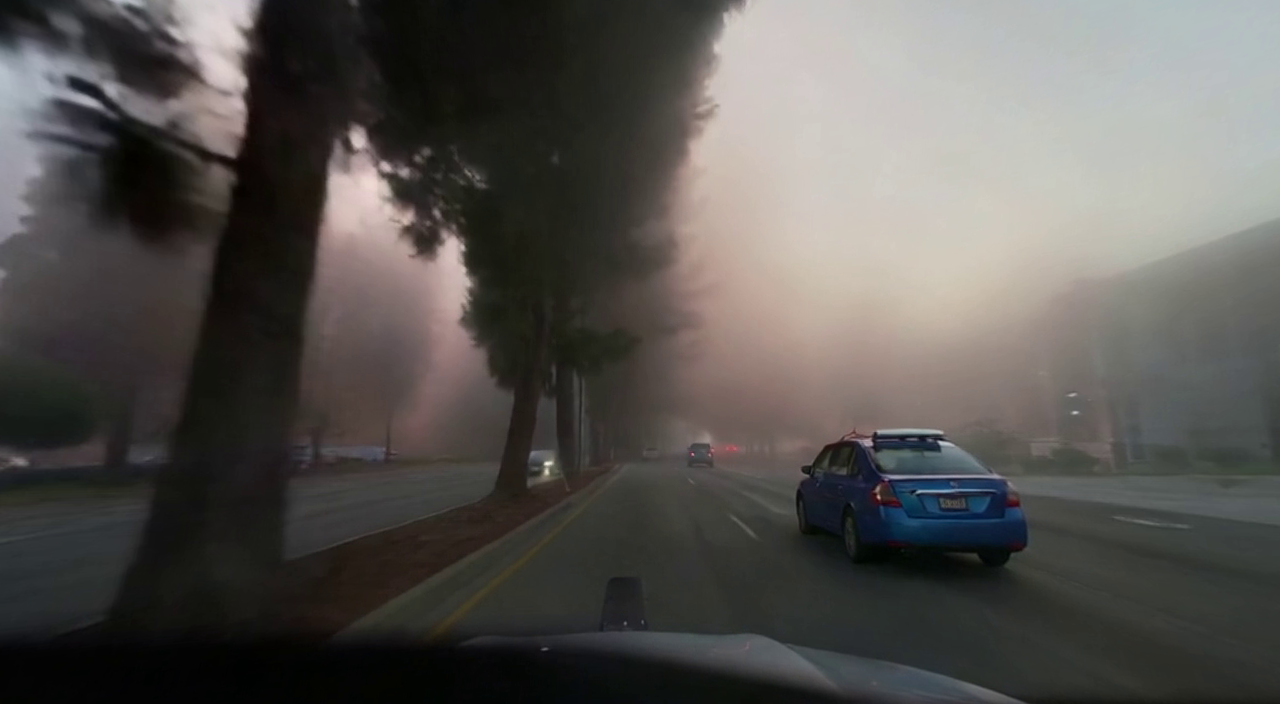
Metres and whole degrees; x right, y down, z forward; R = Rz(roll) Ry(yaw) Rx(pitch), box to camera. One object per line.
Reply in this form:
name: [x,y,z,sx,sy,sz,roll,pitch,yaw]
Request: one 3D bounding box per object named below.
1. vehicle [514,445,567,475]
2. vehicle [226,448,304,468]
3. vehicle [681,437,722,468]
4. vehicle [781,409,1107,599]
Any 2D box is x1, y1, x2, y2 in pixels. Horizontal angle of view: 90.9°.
vehicle: [-5.129,5.607,33.014,1.953,1.462,4.297,-1,-8,2]
vehicle: [-27.890,7.889,46.915,4.783,1.452,1.753,-1,-8,5]
vehicle: [3.882,6.451,40.760,2.154,1.844,4.634,0,-8,0]
vehicle: [3.101,1.613,7.536,1.901,1.634,3.952,0,-8,0]
